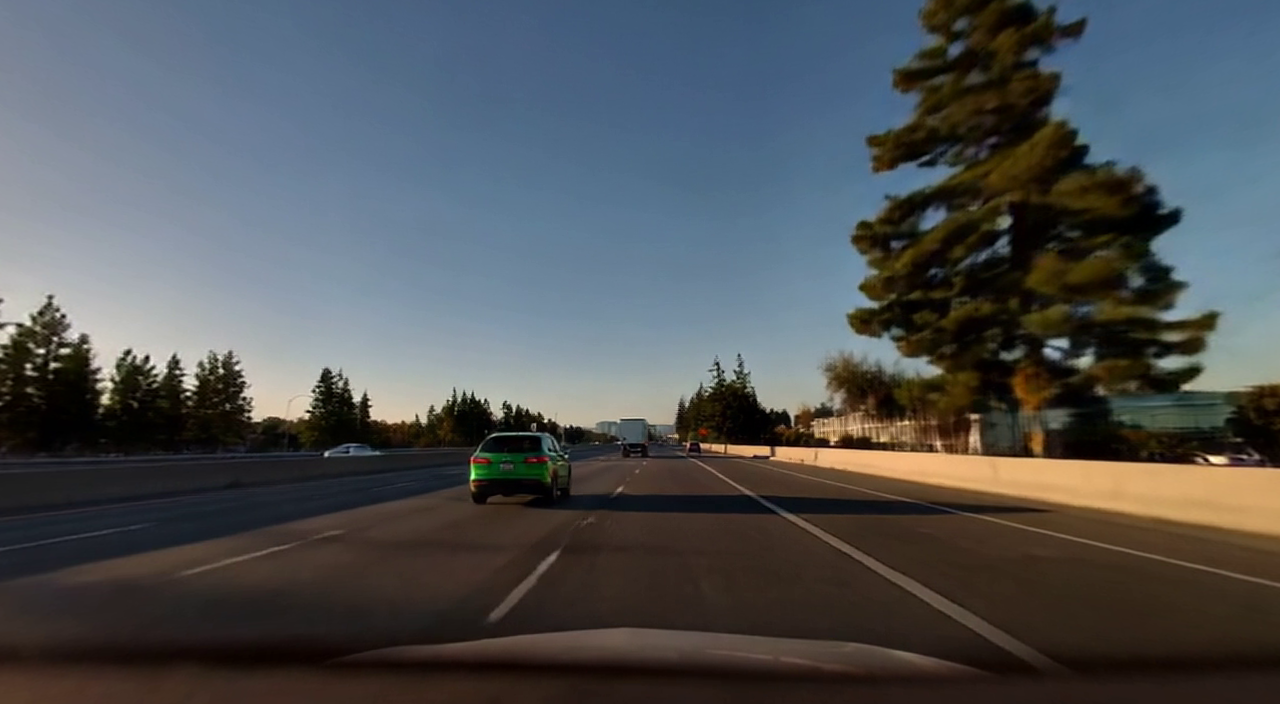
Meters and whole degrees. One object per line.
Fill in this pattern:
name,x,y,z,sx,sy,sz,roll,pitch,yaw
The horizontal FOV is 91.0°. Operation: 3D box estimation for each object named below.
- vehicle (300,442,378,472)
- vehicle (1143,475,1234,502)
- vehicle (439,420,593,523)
vehicle,-16.626,5.807,35.077,1.965,1.503,4.579,0,-9,2
vehicle,37.110,9.222,42.751,1.909,1.562,4.426,2,-9,-7
vehicle,-2.313,2.399,13.116,2.111,1.742,4.315,0,-9,3
